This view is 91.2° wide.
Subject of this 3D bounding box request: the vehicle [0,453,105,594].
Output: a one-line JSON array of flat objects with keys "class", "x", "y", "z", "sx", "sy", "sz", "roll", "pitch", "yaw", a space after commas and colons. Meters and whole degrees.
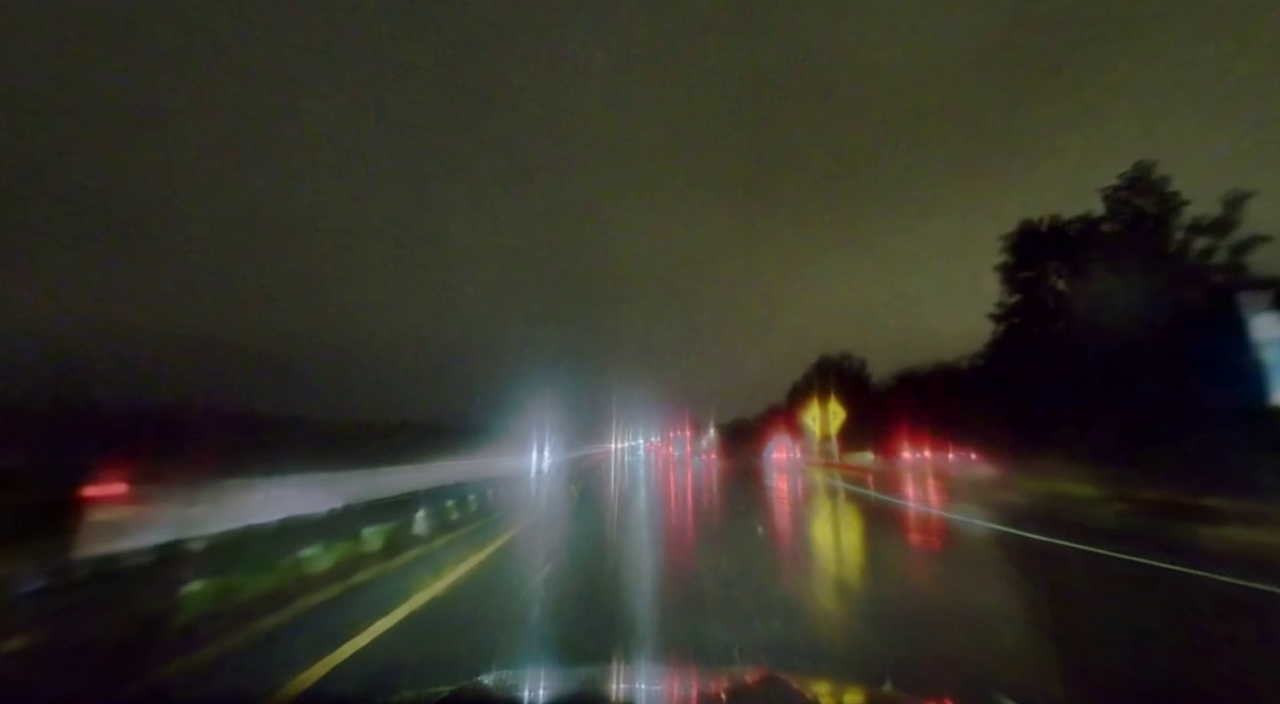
[{"class": "vehicle", "x": -8.260, "y": 1.847, "z": 6.318, "sx": 1.961, "sy": 1.587, "sz": 4.391, "roll": 0, "pitch": -9, "yaw": -3}]
